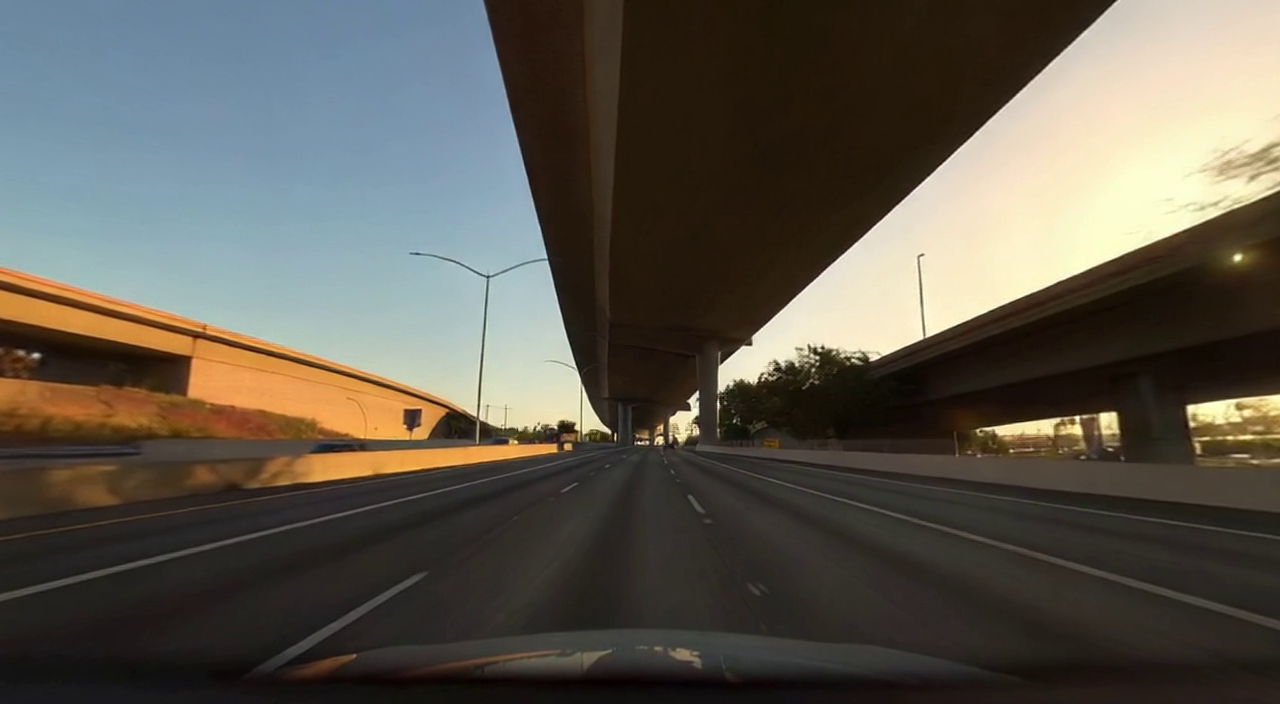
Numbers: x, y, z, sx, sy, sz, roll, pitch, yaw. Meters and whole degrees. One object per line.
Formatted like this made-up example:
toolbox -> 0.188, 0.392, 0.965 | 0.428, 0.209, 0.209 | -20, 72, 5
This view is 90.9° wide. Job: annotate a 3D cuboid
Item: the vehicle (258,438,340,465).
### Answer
vehicle -> -19.892, 5.832, 37.074 | 2.045, 1.465, 4.739 | -1, -8, 2
